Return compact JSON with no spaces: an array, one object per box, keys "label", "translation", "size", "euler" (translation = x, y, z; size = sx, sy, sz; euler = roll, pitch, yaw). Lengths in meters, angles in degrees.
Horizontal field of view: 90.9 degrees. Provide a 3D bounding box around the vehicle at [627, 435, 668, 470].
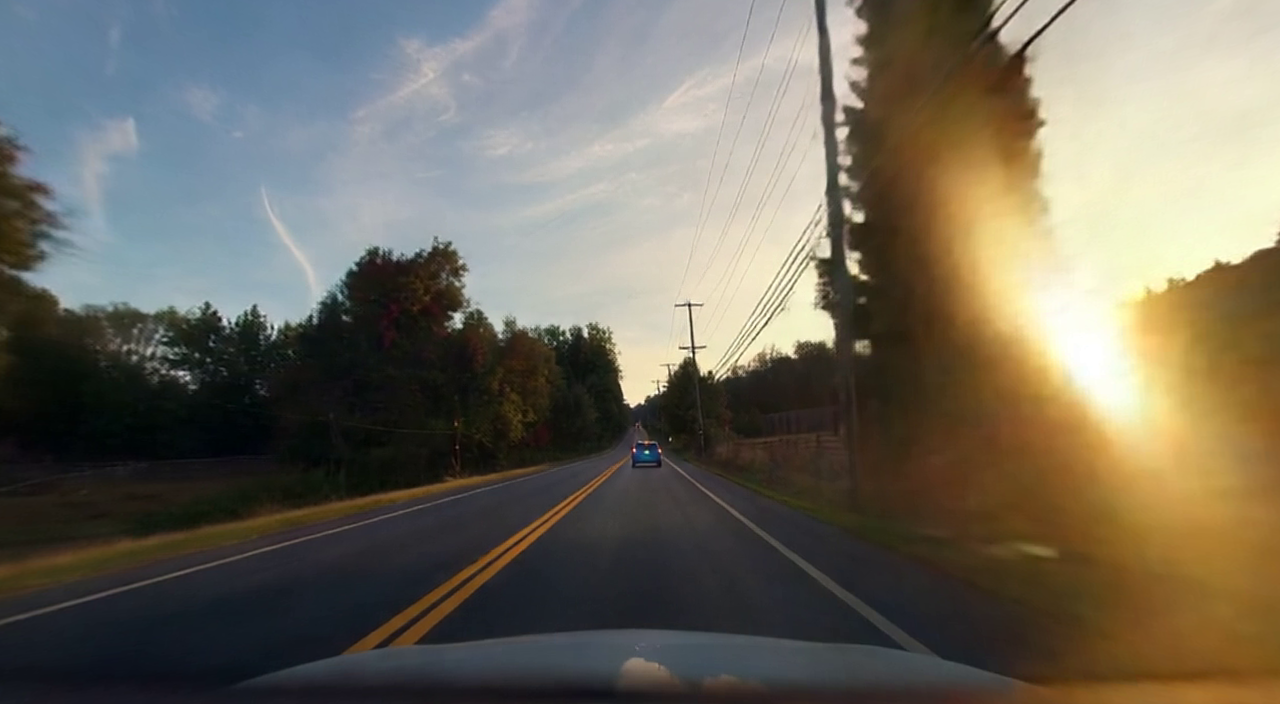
[{"label":"vehicle","translation":[0.462,6.385,40.100],"size":[2.468,2.056,4.422],"euler":[0,-9,0]}]
